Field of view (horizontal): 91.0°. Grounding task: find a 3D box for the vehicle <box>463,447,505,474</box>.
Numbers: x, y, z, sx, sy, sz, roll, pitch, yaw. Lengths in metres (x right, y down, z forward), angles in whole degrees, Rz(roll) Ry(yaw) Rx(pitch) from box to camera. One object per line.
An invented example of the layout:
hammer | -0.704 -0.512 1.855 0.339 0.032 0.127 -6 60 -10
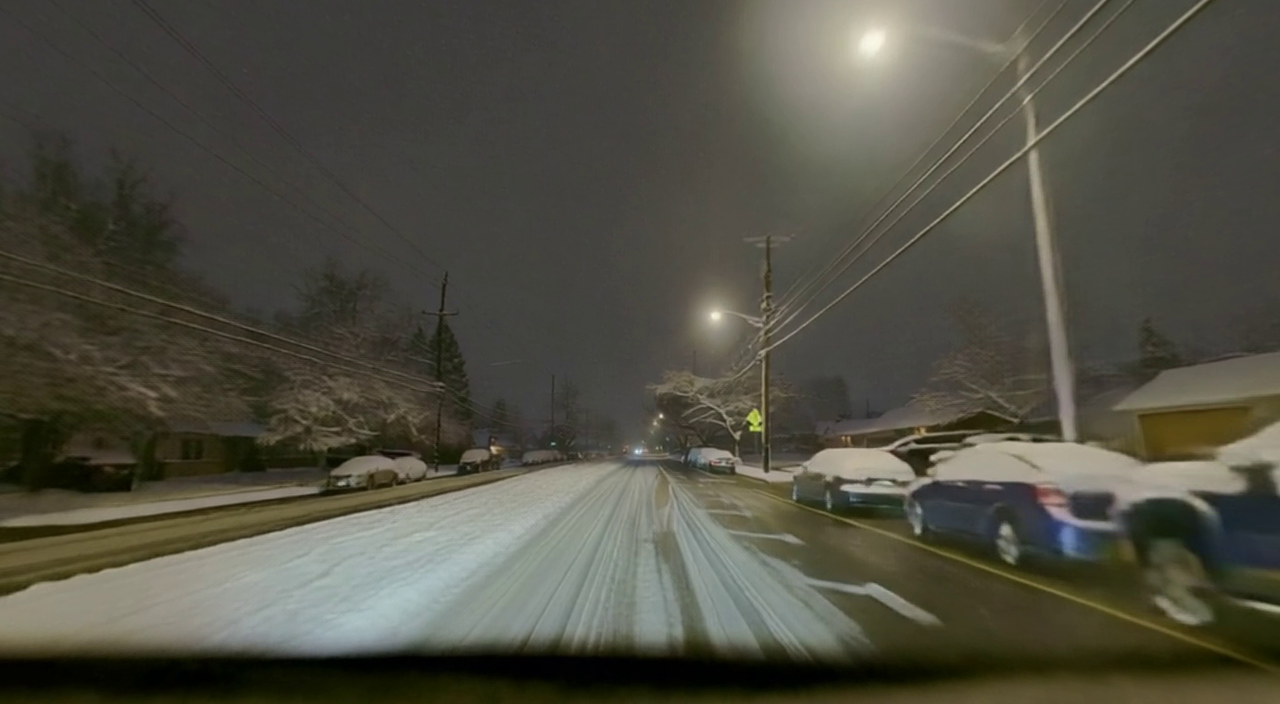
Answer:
vehicle | -12.235 8.489 49.605 2.116 1.875 4.675 -3 -9 0

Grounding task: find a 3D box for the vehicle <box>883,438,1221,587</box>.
vehicle | 5.232 2.040 8.888 1.879 1.561 4.224 0 -9 0

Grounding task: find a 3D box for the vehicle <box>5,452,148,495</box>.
vehicle | -22.184 4.776 24.904 3.745 1.598 1.927 0 -9 -1

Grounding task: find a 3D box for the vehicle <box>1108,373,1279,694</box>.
vehicle | 4.953 0.940 2.730 2.123 1.928 4.752 0 -9 0

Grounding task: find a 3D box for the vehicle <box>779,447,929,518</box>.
vehicle | 5.026 3.093 15.563 2.022 1.464 4.462 0 -9 -2

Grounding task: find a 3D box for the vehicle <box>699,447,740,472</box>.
vehicle | 4.938 6.740 39.673 1.924 1.471 4.259 0 -9 -2

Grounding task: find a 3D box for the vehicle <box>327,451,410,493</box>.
vehicle | -12.400 5.473 29.093 1.999 1.650 4.381 -3 -9 -1
